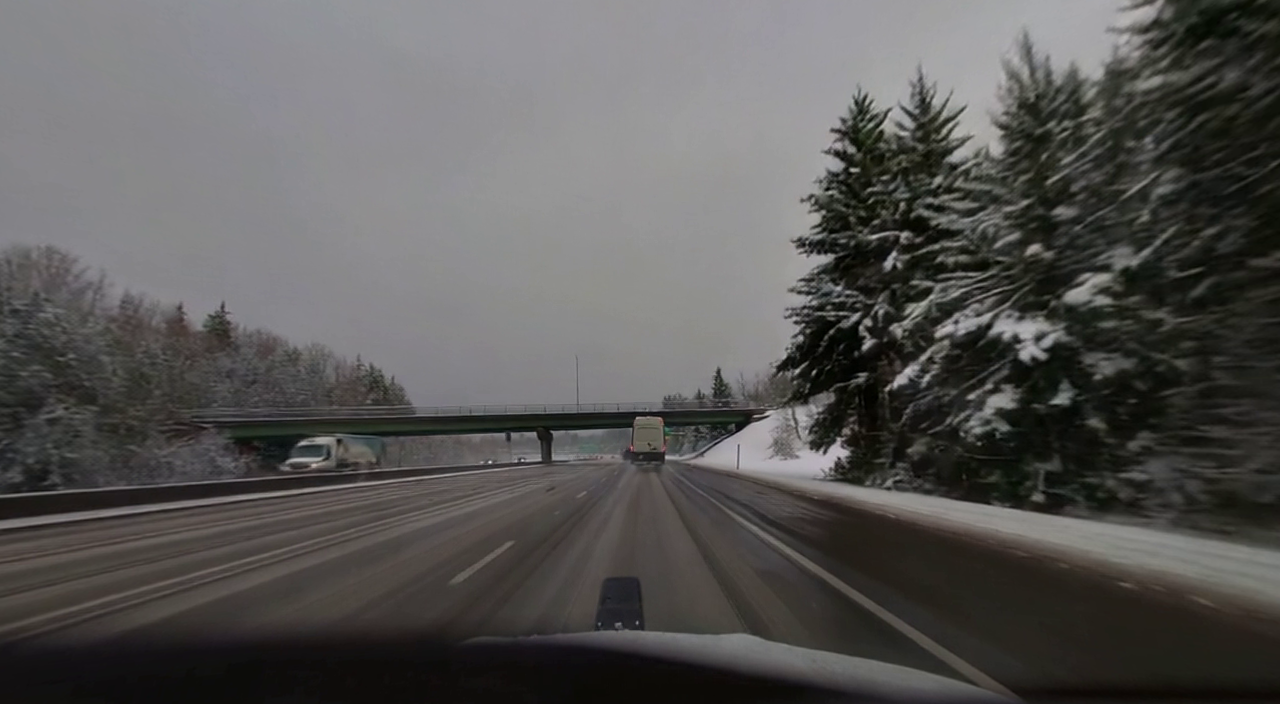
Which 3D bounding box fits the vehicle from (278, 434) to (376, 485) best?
[{"bbox_3d":[-24.296,8.407,49.636,2.844,3.634,9.043,0,-9,1],"label":"vehicle"}]
